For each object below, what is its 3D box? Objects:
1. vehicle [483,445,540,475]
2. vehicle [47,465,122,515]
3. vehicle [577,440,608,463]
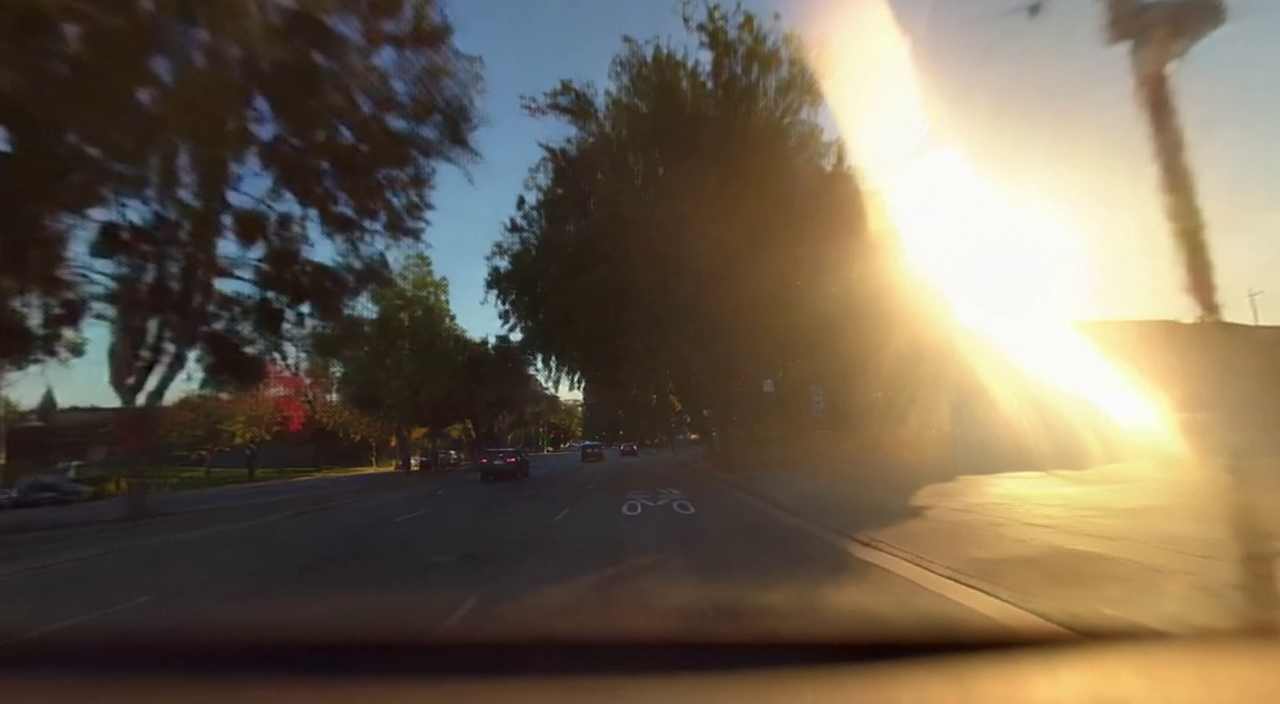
[{"bbox_3d":[-6.565,5.546,32.615,2.072,1.427,4.328,-1,-9,0],"label":"vehicle"},{"bbox_3d":[-23.275,5.673,26.397,2.073,1.734,4.615,7,-11,-42],"label":"vehicle"},{"bbox_3d":[-3.587,7.612,48.196,2.100,1.661,3.837,-1,-9,0],"label":"vehicle"}]
